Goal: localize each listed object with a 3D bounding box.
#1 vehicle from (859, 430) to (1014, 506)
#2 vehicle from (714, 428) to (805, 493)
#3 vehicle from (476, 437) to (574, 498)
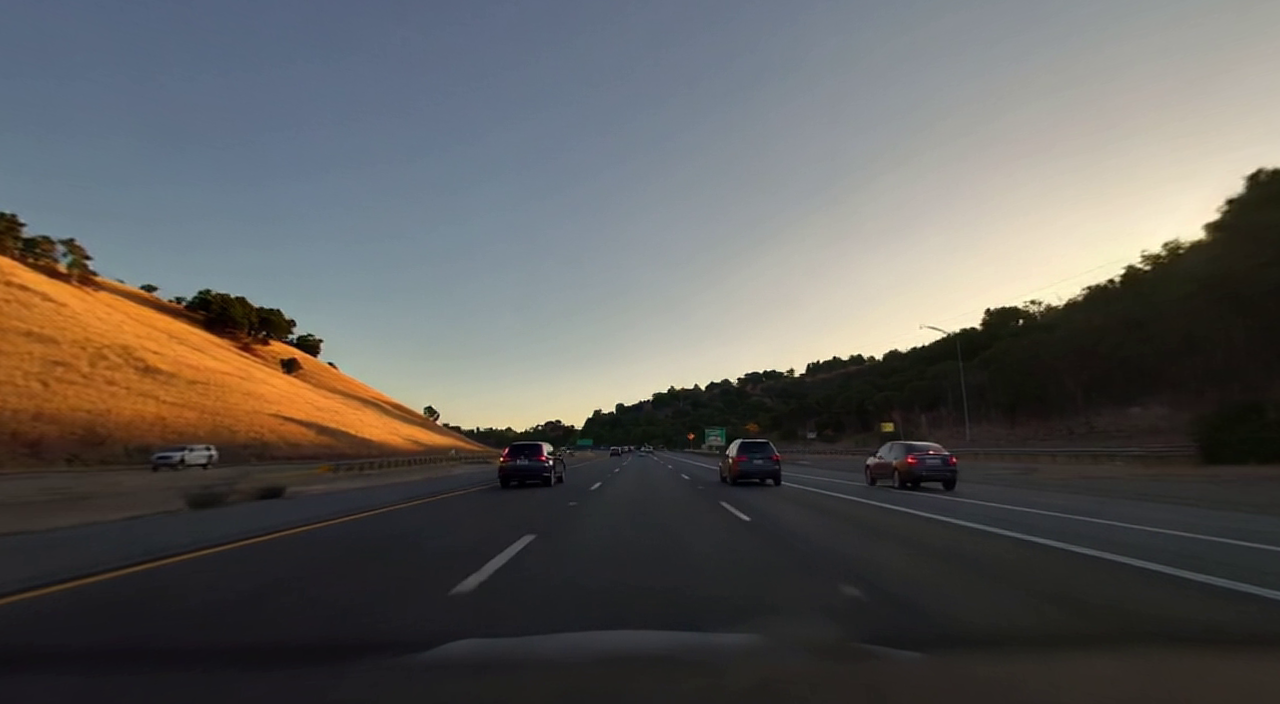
[{"bbox_3d":[7.645,3.015,16.836,1.998,1.717,4.338,0,-9,0],"label":"vehicle"},{"bbox_3d":[3.888,3.648,21.537,2.121,1.925,5.056,0,-9,0],"label":"vehicle"},{"bbox_3d":[-3.498,3.606,20.097,2.166,1.672,4.388,-1,-9,2],"label":"vehicle"}]
